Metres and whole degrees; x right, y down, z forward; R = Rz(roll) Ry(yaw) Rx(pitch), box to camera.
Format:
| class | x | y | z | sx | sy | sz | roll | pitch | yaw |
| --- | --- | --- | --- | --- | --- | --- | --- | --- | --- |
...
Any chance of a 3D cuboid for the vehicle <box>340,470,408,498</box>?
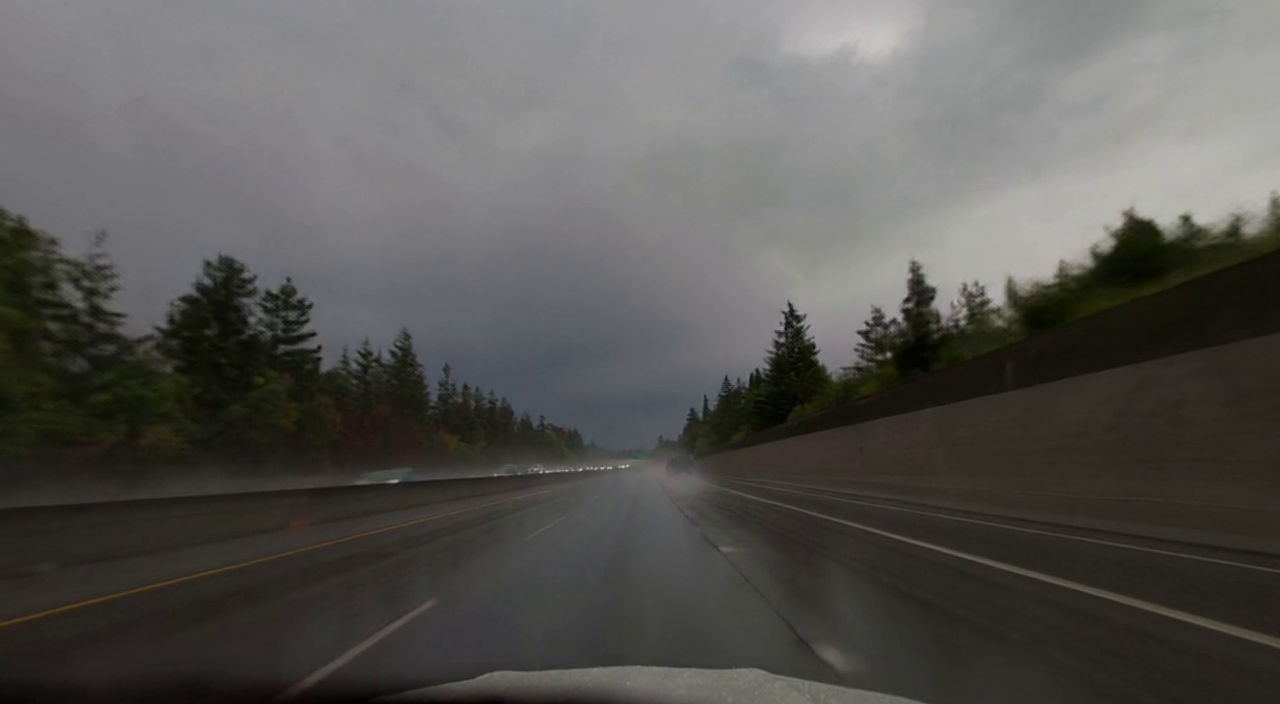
| class | x | y | z | sx | sy | sz | roll | pitch | yaw |
| --- | --- | --- | --- | --- | --- | --- | --- | --- | --- |
| vehicle | -14.929 | 7.426 | 35.659 | 1.851 | 1.454 | 4.504 | 1 | -10 | 0 |
